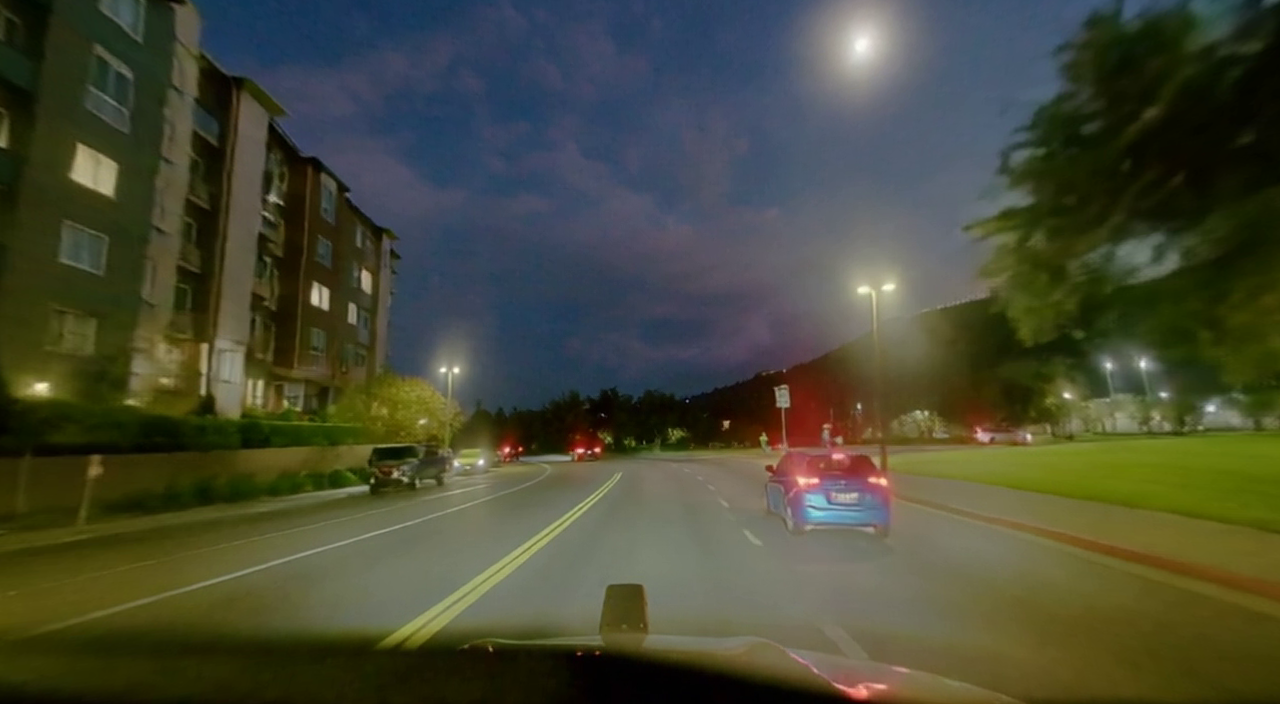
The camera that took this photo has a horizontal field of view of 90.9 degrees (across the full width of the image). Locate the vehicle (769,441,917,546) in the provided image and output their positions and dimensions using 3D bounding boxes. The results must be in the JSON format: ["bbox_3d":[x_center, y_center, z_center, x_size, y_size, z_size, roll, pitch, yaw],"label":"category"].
[{"bbox_3d":[2.928,2.071,9.576,1.559,1.351,2.452,-1,-10,4],"label":"vehicle"}]

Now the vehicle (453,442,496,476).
[{"bbox_3d":[-9.237,5.936,35.386,1.994,1.697,4.436,1,-8,-11],"label":"vehicle"}]

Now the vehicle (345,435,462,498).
[{"bbox_3d":[-8.640,4.202,23.586,2.347,1.846,4.915,-6,-9,1],"label":"vehicle"}]
